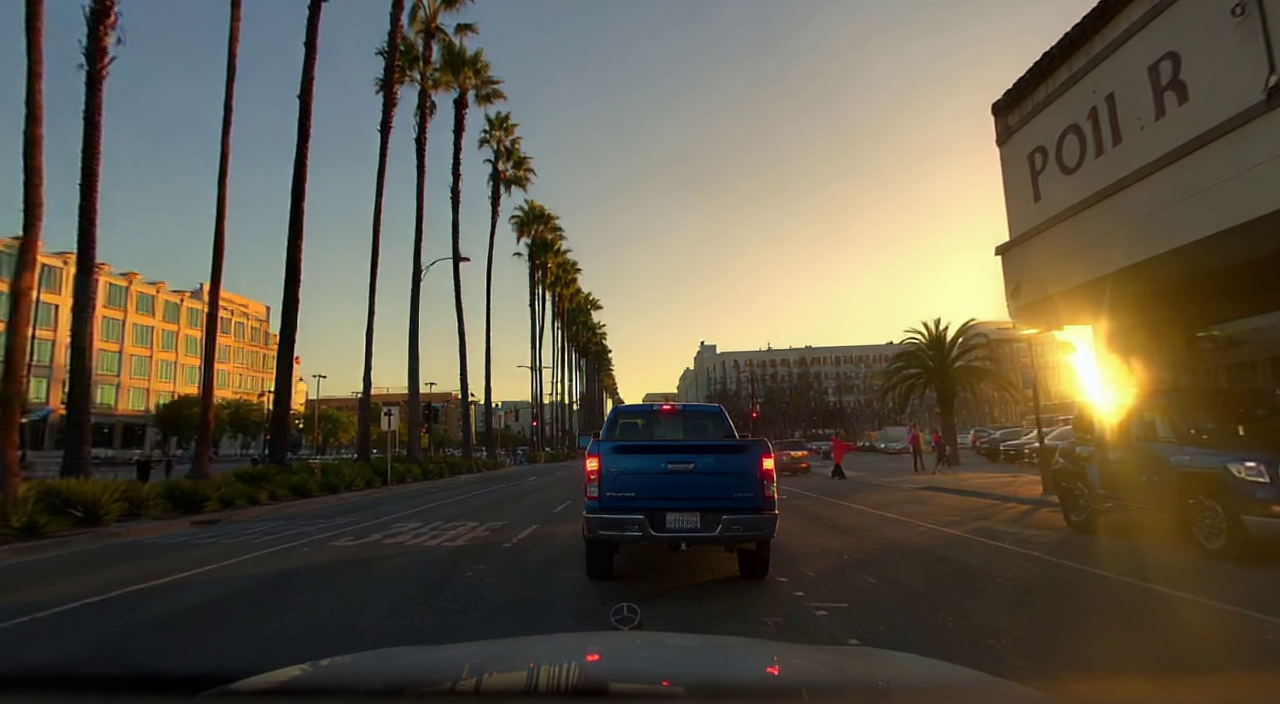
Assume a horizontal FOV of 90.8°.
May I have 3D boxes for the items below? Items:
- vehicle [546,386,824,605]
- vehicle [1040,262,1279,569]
[{"bbox_3d":[0.407,1.591,7.983,2.311,1.819,5.255,0,-8,1],"label":"vehicle"},{"bbox_3d":[7.922,0.893,8.599,2.666,3.345,3.622,-1,-9,8],"label":"vehicle"}]
